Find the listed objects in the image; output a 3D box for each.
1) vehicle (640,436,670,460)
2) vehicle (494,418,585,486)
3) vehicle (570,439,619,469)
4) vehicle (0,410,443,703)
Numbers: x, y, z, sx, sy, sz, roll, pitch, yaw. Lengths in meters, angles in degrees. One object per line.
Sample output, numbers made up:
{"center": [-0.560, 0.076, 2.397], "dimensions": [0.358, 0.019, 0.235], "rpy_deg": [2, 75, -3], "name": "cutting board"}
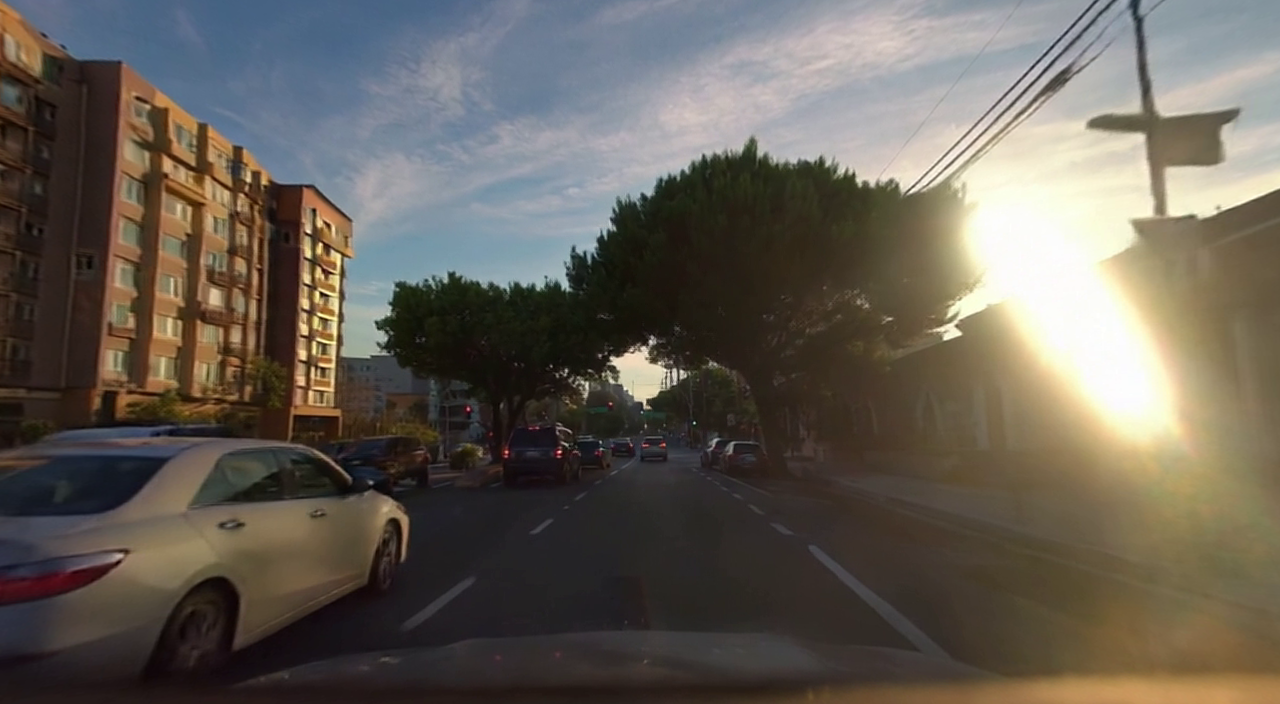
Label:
{"center": [1.108, 7.292, 47.903], "dimensions": [2.194, 1.779, 3.996], "rpy_deg": [0, -9, 1], "name": "vehicle"}
{"center": [-3.167, 3.312, 20.972], "dimensions": [2.152, 1.987, 4.527], "rpy_deg": [0, -9, 2], "name": "vehicle"}
{"center": [-2.384, 5.467, 33.984], "dimensions": [2.246, 1.481, 4.146], "rpy_deg": [0, -9, 1], "name": "vehicle"}
{"center": [-2.840, 1.156, 3.658], "dimensions": [1.959, 1.406, 4.272], "rpy_deg": [0, -9, 1], "name": "vehicle"}
